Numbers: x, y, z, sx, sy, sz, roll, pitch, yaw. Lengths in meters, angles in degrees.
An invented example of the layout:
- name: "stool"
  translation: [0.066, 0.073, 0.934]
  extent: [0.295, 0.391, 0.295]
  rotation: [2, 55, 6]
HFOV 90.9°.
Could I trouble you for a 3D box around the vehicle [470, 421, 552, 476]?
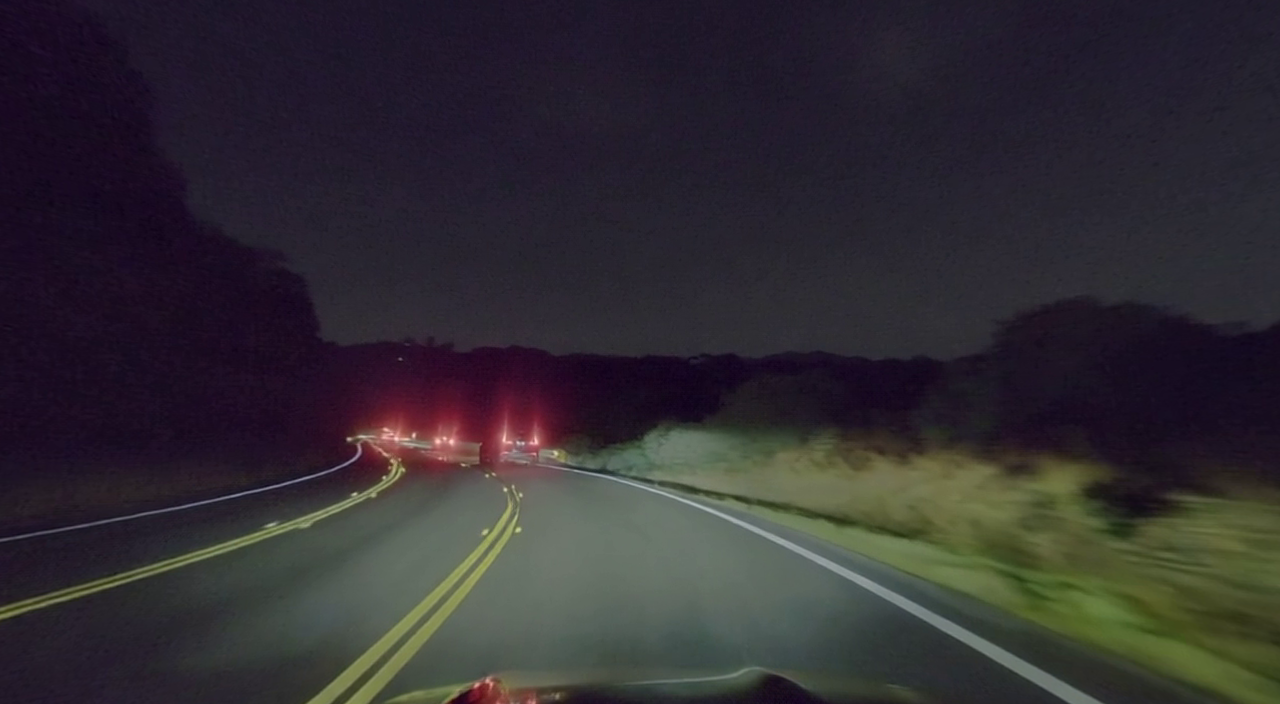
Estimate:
- name: "vehicle"
  translation: [-5.435, 3.934, 25.880]
  extent: [2.500, 1.961, 5.637]
  rotation: [3, -9, -19]
